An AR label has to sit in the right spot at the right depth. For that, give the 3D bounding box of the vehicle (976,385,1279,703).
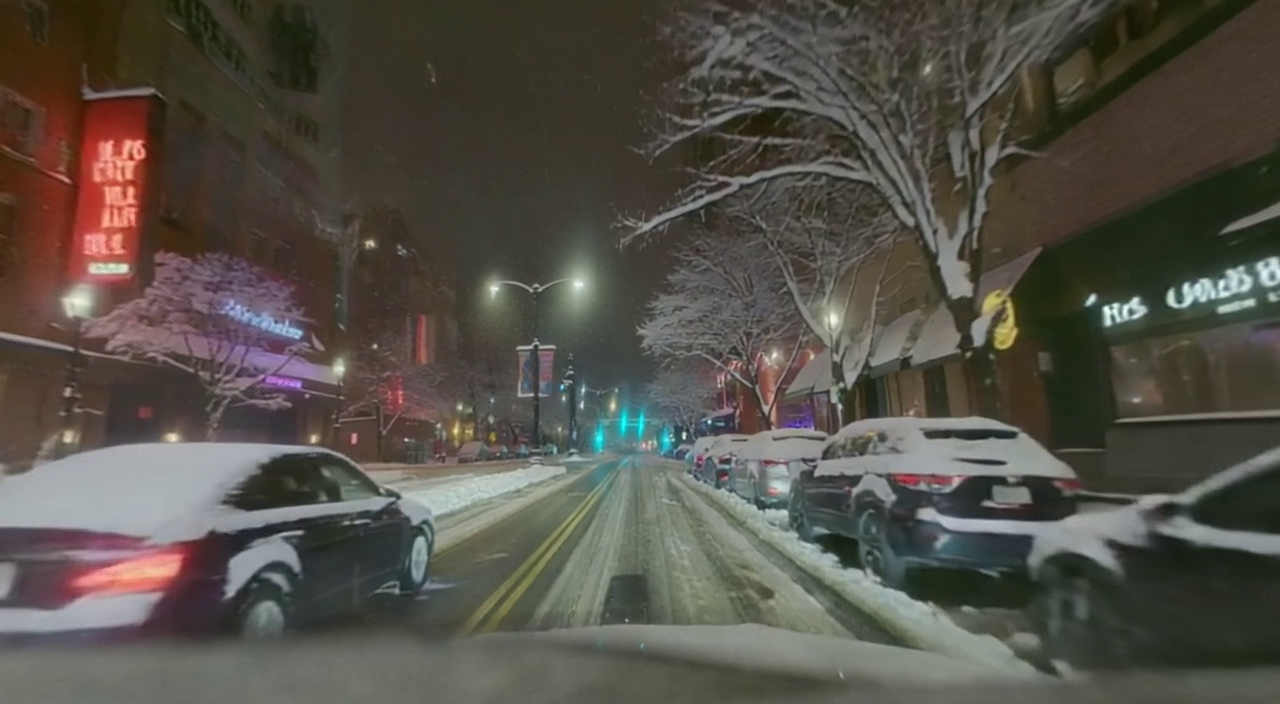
[{"bbox_3d":[3.290,0.869,1.952,2.120,1.560,4.402,0,-8,1],"label":"vehicle"}]

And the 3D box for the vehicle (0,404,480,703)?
[{"bbox_3d":[-2.748,1.204,4.427,2.030,1.436,4.388,0,-8,1],"label":"vehicle"}]
